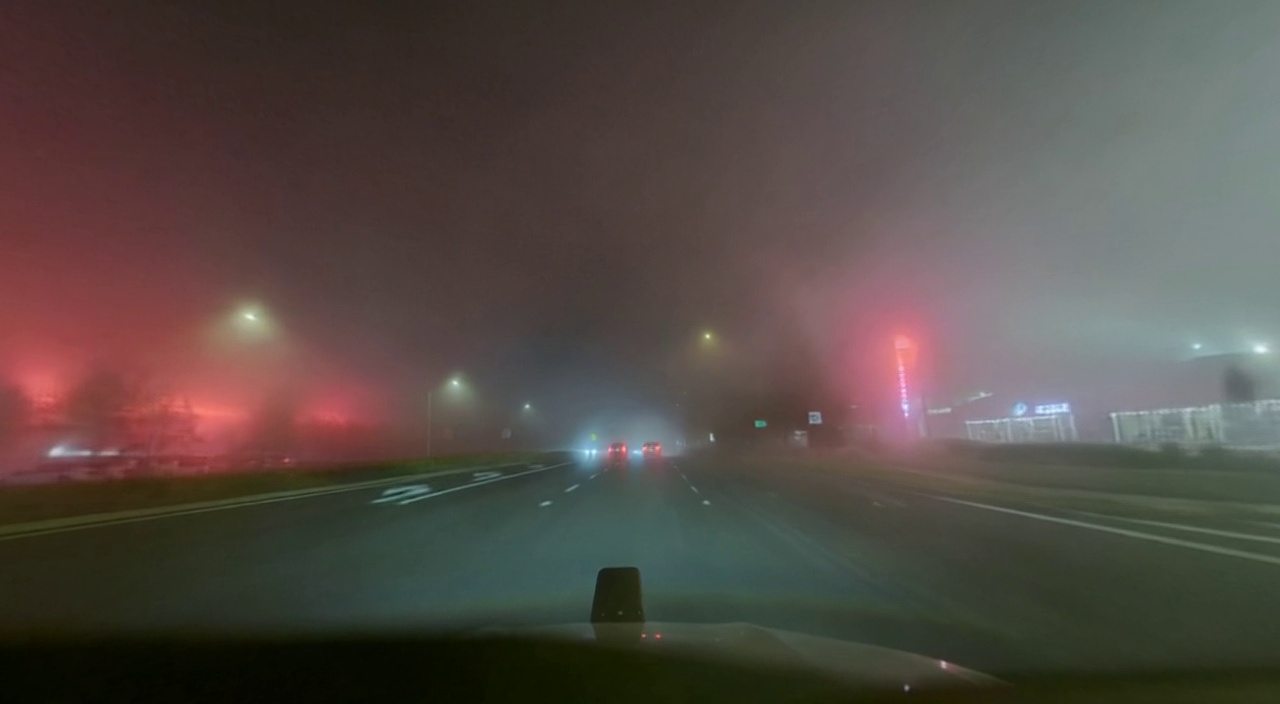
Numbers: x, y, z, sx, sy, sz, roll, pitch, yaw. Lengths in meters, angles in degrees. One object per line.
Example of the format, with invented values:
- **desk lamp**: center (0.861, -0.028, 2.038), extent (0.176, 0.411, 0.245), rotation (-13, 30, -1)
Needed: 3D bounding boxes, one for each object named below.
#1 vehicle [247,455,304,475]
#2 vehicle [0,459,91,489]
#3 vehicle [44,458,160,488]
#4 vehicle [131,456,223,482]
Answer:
- **vehicle**: center (-28.692, 8.888, 49.913), extent (1.882, 1.401, 4.476), rotation (0, -9, -1)
- **vehicle**: center (-31.826, 6.447, 33.581), extent (1.815, 1.401, 3.775), rotation (-1, -9, 2)
- **vehicle**: center (-29.319, 6.597, 34.700), extent (1.920, 1.442, 4.998), rotation (-1, -9, 2)
- **vehicle**: center (-29.276, 7.391, 40.191), extent (1.960, 1.478, 4.949), rotation (-1, -9, 3)
